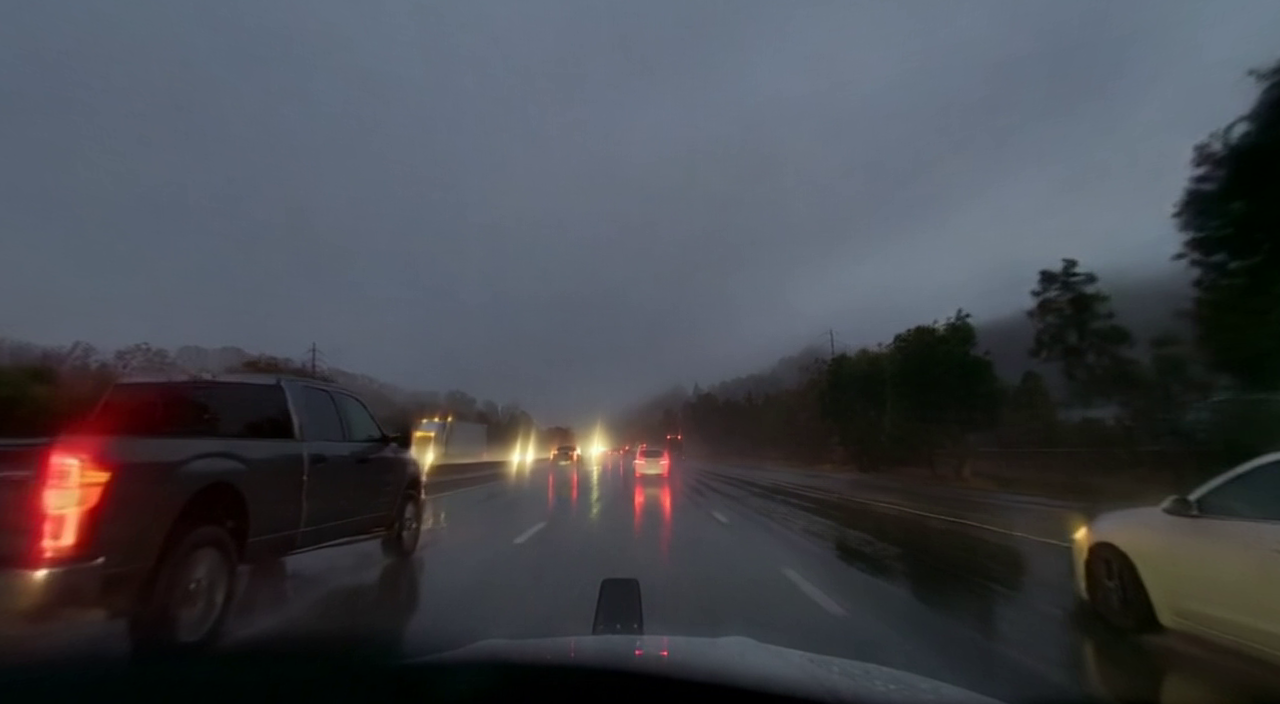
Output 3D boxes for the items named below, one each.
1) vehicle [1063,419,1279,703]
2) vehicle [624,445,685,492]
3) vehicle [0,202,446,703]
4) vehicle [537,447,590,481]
[{"bbox_3d":[4.239,1.018,2.717,1.961,1.491,4.035,0,-9,0],"label":"vehicle"},{"bbox_3d":[0.460,4.168,22.816,2.015,1.526,4.286,0,-9,-1],"label":"vehicle"},{"bbox_3d":[-3.986,0.984,5.703,2.523,2.458,6.022,0,-9,0],"label":"vehicle"},{"bbox_3d":[-3.583,5.337,30.183,1.940,1.502,4.463,0,-9,0],"label":"vehicle"}]
